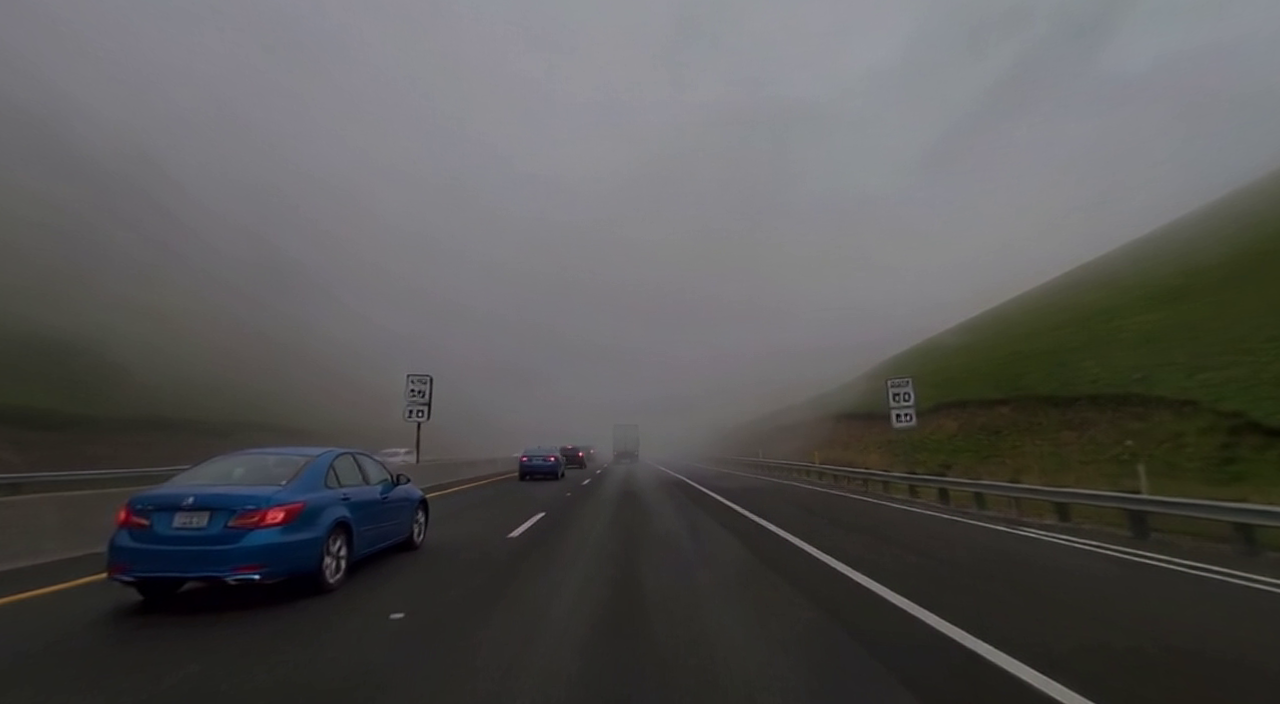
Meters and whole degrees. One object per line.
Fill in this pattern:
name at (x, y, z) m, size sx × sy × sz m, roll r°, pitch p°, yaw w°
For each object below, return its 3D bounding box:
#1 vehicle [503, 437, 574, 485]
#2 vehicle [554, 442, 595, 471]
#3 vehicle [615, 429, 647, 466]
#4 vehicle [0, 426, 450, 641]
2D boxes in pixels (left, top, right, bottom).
vehicle at (-3.876, 4.241, 24.864) m, size 2.073 × 1.694 × 4.162 m, roll 0°, pitch -9°, yaw 0°
vehicle at (-3.864, 6.227, 37.821) m, size 2.044 × 1.624 × 4.032 m, roll 0°, pitch -9°, yaw 0°
vehicle at (-0.648, 7.358, 48.631) m, size 2.227 × 2.611 × 5.900 m, roll 0°, pitch -9°, yaw 1°
vehicle at (-3.670, 1.586, 6.619) m, size 1.988 × 1.440 × 4.504 m, roll 0°, pitch -9°, yaw -1°
